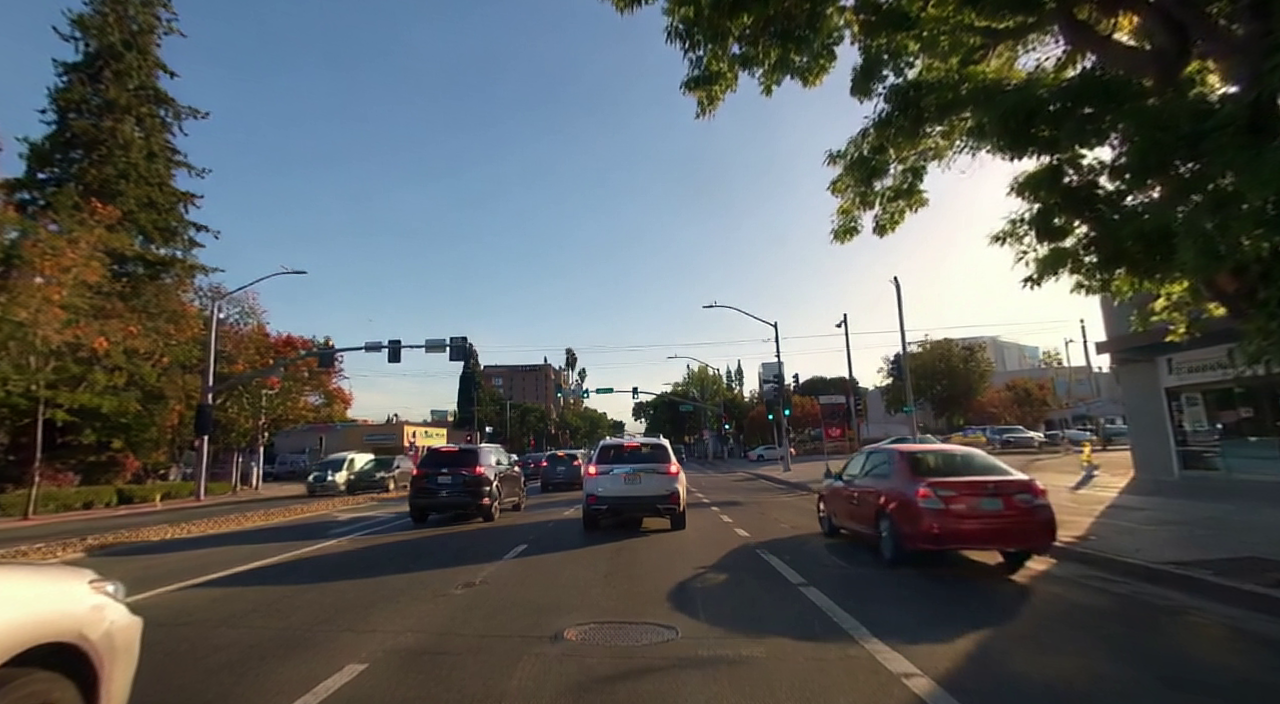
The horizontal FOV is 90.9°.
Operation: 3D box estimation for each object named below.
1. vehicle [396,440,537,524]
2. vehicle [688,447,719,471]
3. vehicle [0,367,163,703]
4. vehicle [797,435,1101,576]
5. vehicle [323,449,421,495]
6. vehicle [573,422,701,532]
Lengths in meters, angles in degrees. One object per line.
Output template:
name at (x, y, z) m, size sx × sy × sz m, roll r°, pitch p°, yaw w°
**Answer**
vehicle at (-3.711, 2.824, 14.344) m, size 1.886 × 1.599 × 4.247 m, roll 0°, pitch -8°, yaw 1°
vehicle at (4.251, 7.193, 42.592) m, size 1.878 × 1.526 × 4.736 m, roll 0°, pitch -9°, yaw 4°
vehicle at (-3.351, 0.643, 0.756) m, size 1.975 × 1.624 × 4.481 m, roll 0°, pitch -9°, yaw 1°
vehicle at (3.818, 1.958, 8.951) m, size 1.986 × 1.457 × 4.566 m, roll 0°, pitch -9°, yaw 0°
vehicle at (-11.252, 5.043, 26.867) m, size 2.103 × 1.755 × 4.551 m, roll 0°, pitch -9°, yaw 1°
vehicle at (-0.036, 2.331, 12.308) m, size 2.075 × 1.770 × 4.018 m, roll 0°, pitch -8°, yaw 0°
